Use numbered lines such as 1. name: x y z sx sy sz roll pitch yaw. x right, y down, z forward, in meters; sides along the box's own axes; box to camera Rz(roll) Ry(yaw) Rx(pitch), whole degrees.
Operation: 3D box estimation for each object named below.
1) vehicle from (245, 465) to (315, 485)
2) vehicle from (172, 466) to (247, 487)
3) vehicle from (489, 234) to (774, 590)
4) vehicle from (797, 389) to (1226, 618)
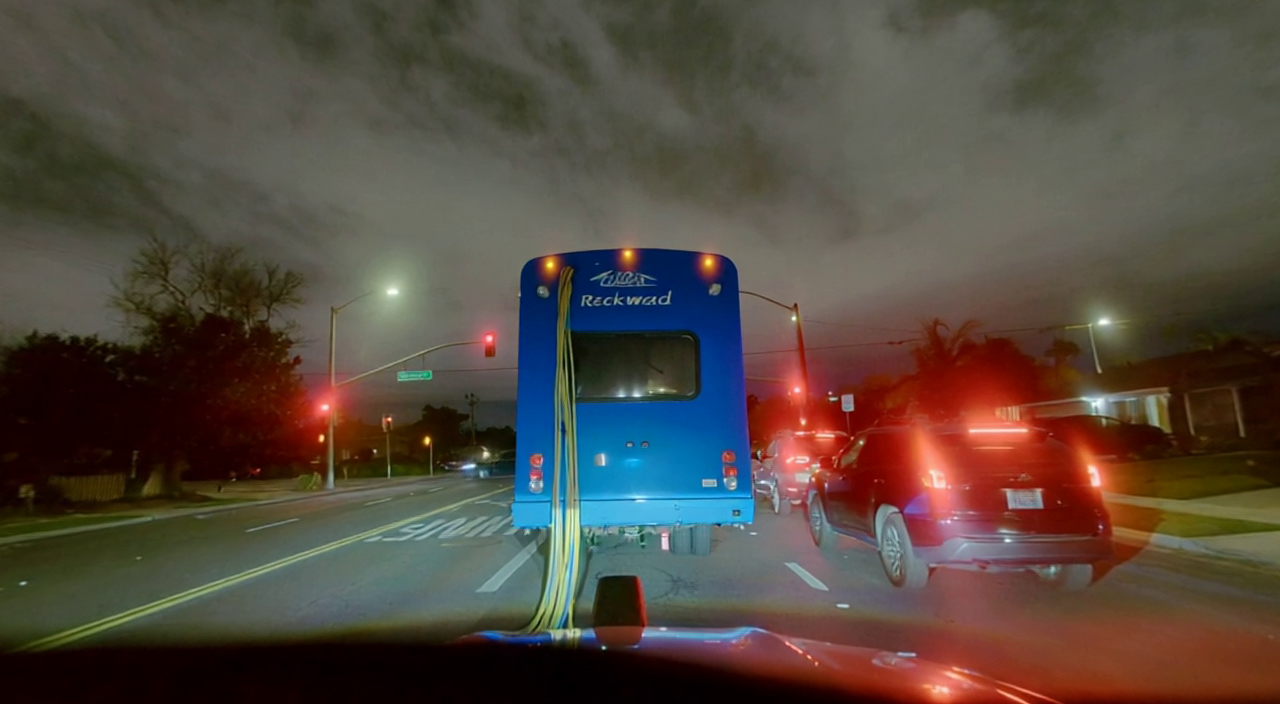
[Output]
1. vehicle: -27.386 9.359 48.151 4.187 1.445 1.809 0 -9 0
2. vehicle: -32.628 9.409 47.969 4.311 1.458 1.707 0 -9 -3
3. vehicle: -0.087 1.129 10.326 2.709 3.511 8.213 0 -9 0
4. vehicle: 3.415 1.491 7.131 2.104 1.735 4.408 0 -9 0
